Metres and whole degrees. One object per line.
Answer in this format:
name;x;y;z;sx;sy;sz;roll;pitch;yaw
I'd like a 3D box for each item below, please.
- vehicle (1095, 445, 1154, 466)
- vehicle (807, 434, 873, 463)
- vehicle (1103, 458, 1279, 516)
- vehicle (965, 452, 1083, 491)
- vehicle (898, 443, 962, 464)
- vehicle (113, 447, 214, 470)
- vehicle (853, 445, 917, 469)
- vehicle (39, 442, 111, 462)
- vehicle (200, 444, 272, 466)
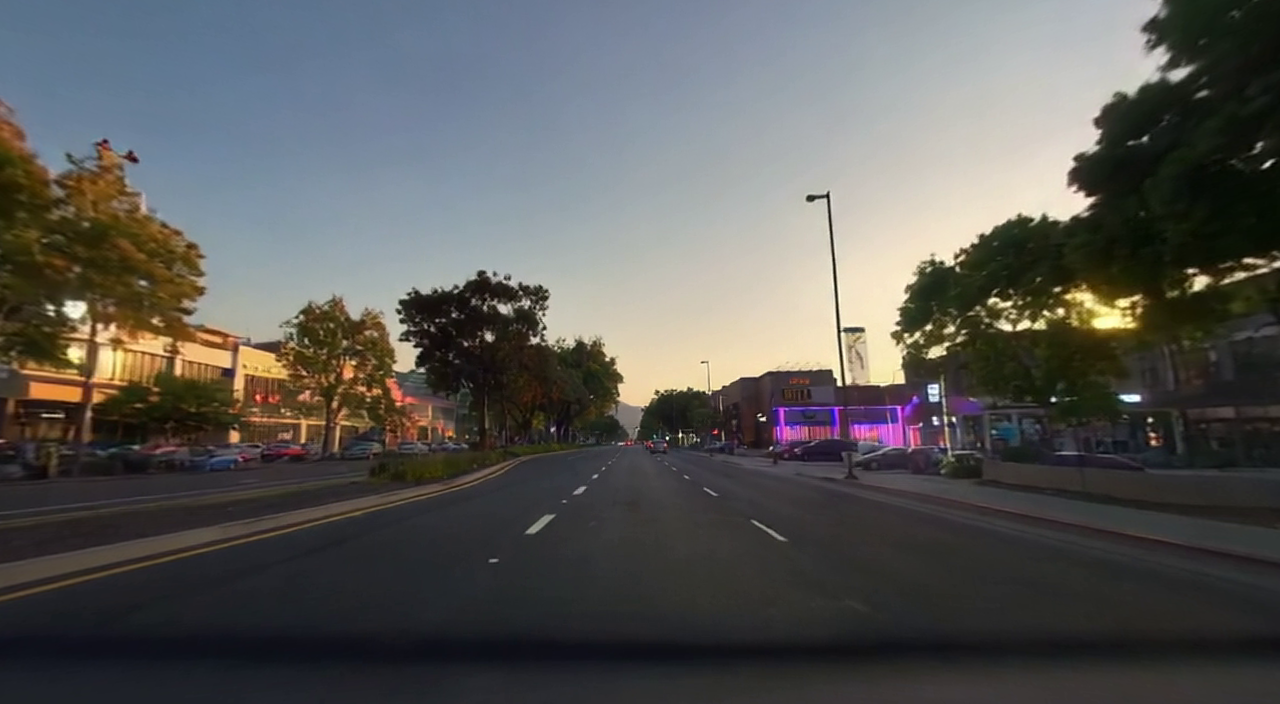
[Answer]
vehicle;36.382;7.738;47.575;1.609;1.450;3.642;1;-8;1
vehicle;14.833;7.260;47.303;2.189;1.951;5.828;0;-9;-10
vehicle;17.156;3.999;18.919;4.711;1.494;2.224;-2;-9;3
vehicle;16.892;5.249;27.928;3.889;1.590;1.950;0;-9;0
vehicle;21.856;7.667;47.803;1.908;1.469;4.354;3;-9;-18
vehicle;-30.521;6.807;40.517;4.880;1.464;1.953;0;-8;1
vehicle;15.743;6.759;40.900;1.936;1.464;4.867;1;-9;-5
vehicle;-43.031;7.614;48.159;3.754;1.427;1.821;0;-8;1
vehicle;-30.497;7.792;47.737;4.104;1.576;1.852;0;-8;2
